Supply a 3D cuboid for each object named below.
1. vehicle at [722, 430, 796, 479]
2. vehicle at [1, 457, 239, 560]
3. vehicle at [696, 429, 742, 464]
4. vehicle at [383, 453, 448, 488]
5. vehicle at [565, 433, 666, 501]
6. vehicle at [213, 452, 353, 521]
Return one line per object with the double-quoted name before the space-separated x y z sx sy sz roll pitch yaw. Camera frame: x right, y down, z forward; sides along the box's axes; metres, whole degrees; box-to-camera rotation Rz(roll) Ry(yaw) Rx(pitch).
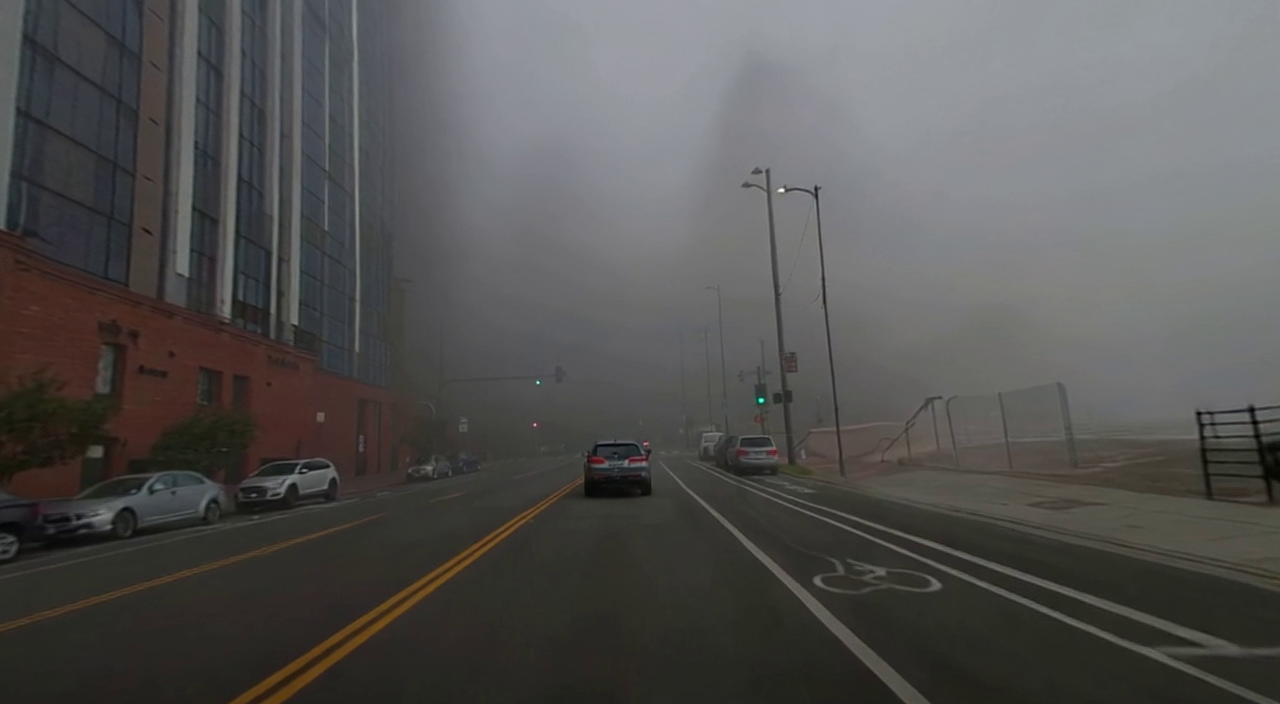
"vehicle" 4.508 3.957 24.653 1.924 1.645 4.528 -2 -8 0
"vehicle" -12.089 3.571 15.214 1.945 1.712 4.648 -7 -8 -2
"vehicle" 4.585 5.581 37.427 1.972 1.822 4.889 -4 -8 -1
"vehicle" -12.144 6.398 34.466 1.968 1.469 4.523 -4 -7 -1
"vehicle" -0.583 2.883 16.271 2.269 1.479 3.980 -1 -8 -1
"vehicle" -11.904 4.455 21.520 2.090 1.784 4.832 -5 -8 -2
